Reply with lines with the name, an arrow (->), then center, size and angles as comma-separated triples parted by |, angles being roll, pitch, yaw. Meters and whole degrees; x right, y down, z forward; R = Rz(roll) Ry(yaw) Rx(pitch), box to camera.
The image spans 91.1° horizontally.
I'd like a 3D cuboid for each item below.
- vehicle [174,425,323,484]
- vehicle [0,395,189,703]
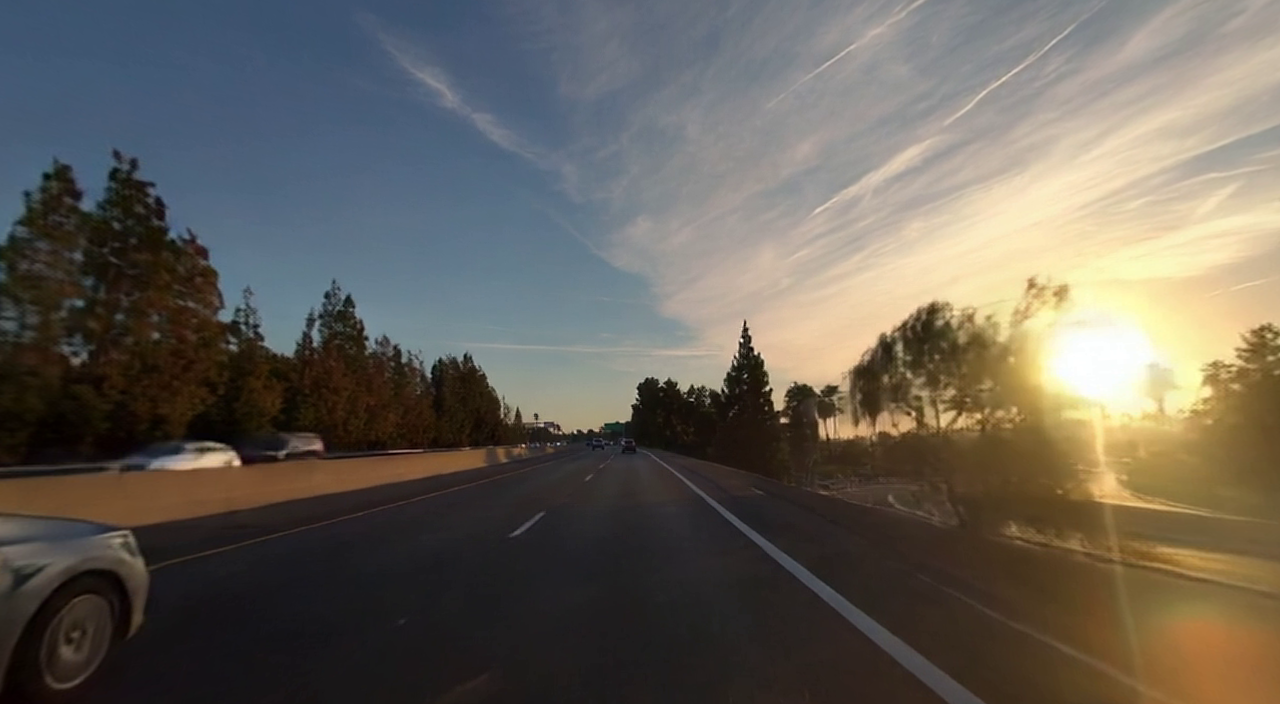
vehicle -> -13.617, 3.601, 22.304 | 2.231, 1.820, 4.733 | 0, -8, 0
vehicle -> -3.857, 0.787, 1.422 | 2.092, 1.562, 4.748 | 0, -8, 1
